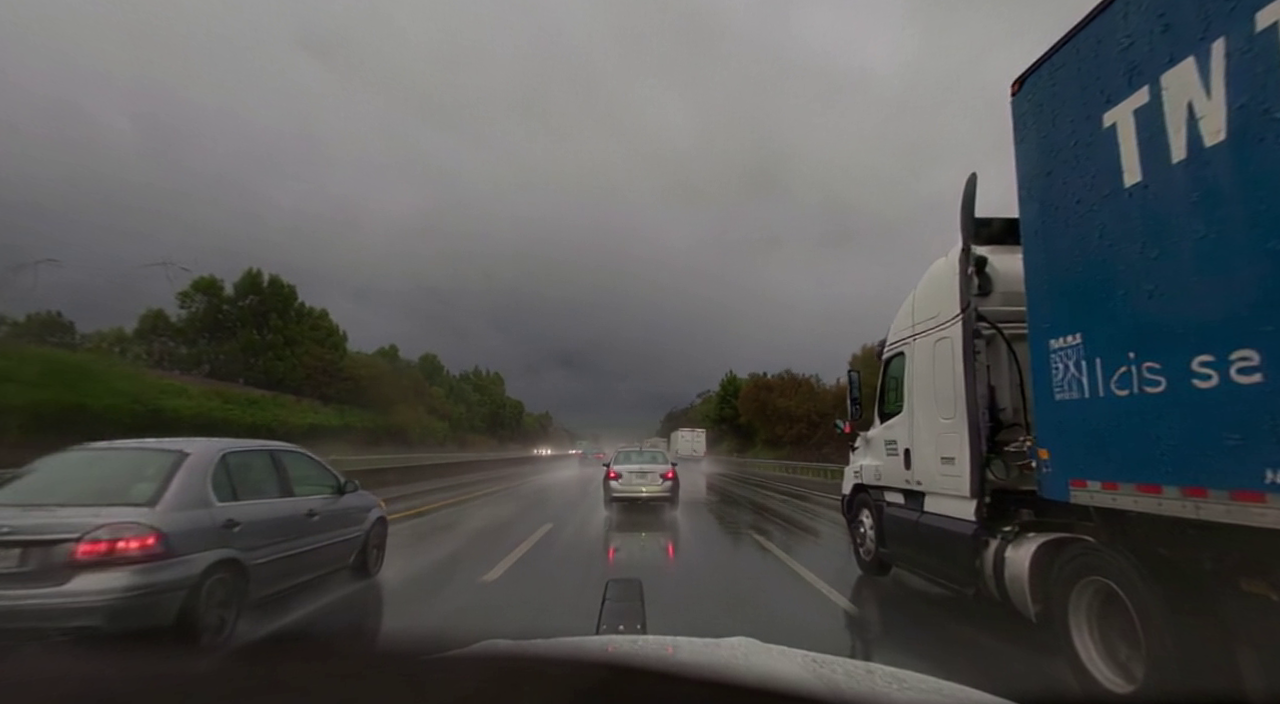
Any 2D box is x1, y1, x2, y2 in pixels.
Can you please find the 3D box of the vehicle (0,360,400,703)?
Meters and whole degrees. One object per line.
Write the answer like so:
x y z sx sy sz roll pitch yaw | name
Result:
-3.473 1.136 4.084 1.985 1.671 4.604 0 -9 0 | vehicle

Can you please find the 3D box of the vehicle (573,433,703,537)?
-0.046 2.317 11.434 1.973 1.574 3.426 0 -9 -1 | vehicle
